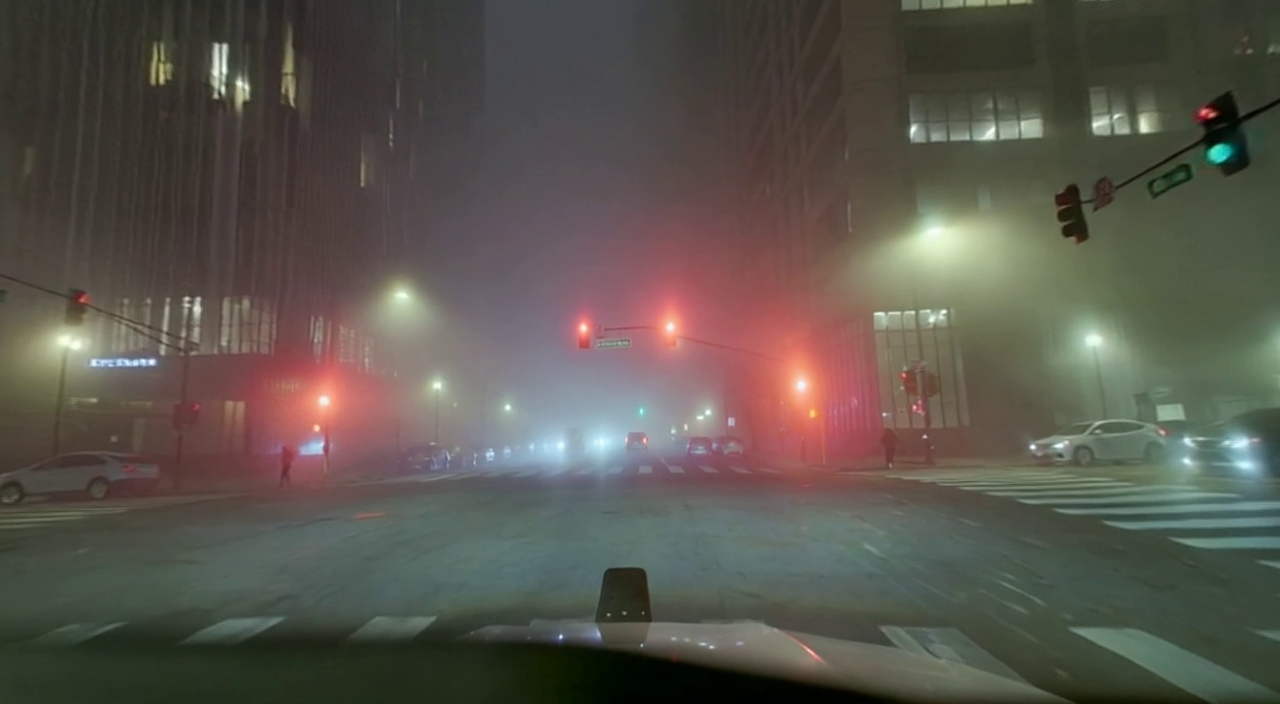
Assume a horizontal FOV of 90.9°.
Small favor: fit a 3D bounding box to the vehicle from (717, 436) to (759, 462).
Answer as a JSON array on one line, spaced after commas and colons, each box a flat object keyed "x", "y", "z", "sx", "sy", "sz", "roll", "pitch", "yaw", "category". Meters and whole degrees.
[{"x": 6.023, "y": 5.990, "z": 39.331, "sx": 1.882, "sy": 1.479, "sz": 4.652, "roll": 1, "pitch": -8, "yaw": 0, "category": "vehicle"}]

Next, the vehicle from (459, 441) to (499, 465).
[{"x": -12.297, "y": 7.686, "z": 48.388, "sx": 1.854, "sy": 1.727, "sz": 4.426, "roll": 0, "pitch": -8, "yaw": 1, "category": "vehicle"}]

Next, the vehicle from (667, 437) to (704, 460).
[{"x": 2.719, "y": 5.912, "z": 38.768, "sx": 1.919, "sy": 1.371, "sz": 3.583, "roll": 0, "pitch": -8, "yaw": -2, "category": "vehicle"}]

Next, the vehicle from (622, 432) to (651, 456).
[{"x": -0.253, "y": 7.241, "z": 49.815, "sx": 2.165, "sy": 1.749, "sz": 4.078, "roll": 0, "pitch": -8, "yaw": 0, "category": "vehicle"}]

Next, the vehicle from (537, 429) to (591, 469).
[{"x": -3.870, "y": 5.042, "z": 32.943, "sx": 2.176, "sy": 1.804, "sz": 4.740, "roll": -3, "pitch": -8, "yaw": 0, "category": "vehicle"}]

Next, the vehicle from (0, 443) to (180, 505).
[{"x": -21.588, "y": 4.721, "z": 24.653, "sx": 5.283, "sy": 1.959, "sz": 2.453, "roll": -3, "pitch": -7, "yaw": -1, "category": "vehicle"}]

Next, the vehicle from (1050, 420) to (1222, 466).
[{"x": 17.078, "y": 3.163, "z": 21.885, "sx": 4.293, "sy": 1.495, "sz": 1.935, "roll": 0, "pitch": -8, "yaw": 0, "category": "vehicle"}]

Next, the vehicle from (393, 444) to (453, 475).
[{"x": -12.710, "y": 6.280, "z": 37.221, "sx": 2.118, "sy": 1.644, "sz": 4.188, "roll": 0, "pitch": -8, "yaw": -1, "category": "vehicle"}]
